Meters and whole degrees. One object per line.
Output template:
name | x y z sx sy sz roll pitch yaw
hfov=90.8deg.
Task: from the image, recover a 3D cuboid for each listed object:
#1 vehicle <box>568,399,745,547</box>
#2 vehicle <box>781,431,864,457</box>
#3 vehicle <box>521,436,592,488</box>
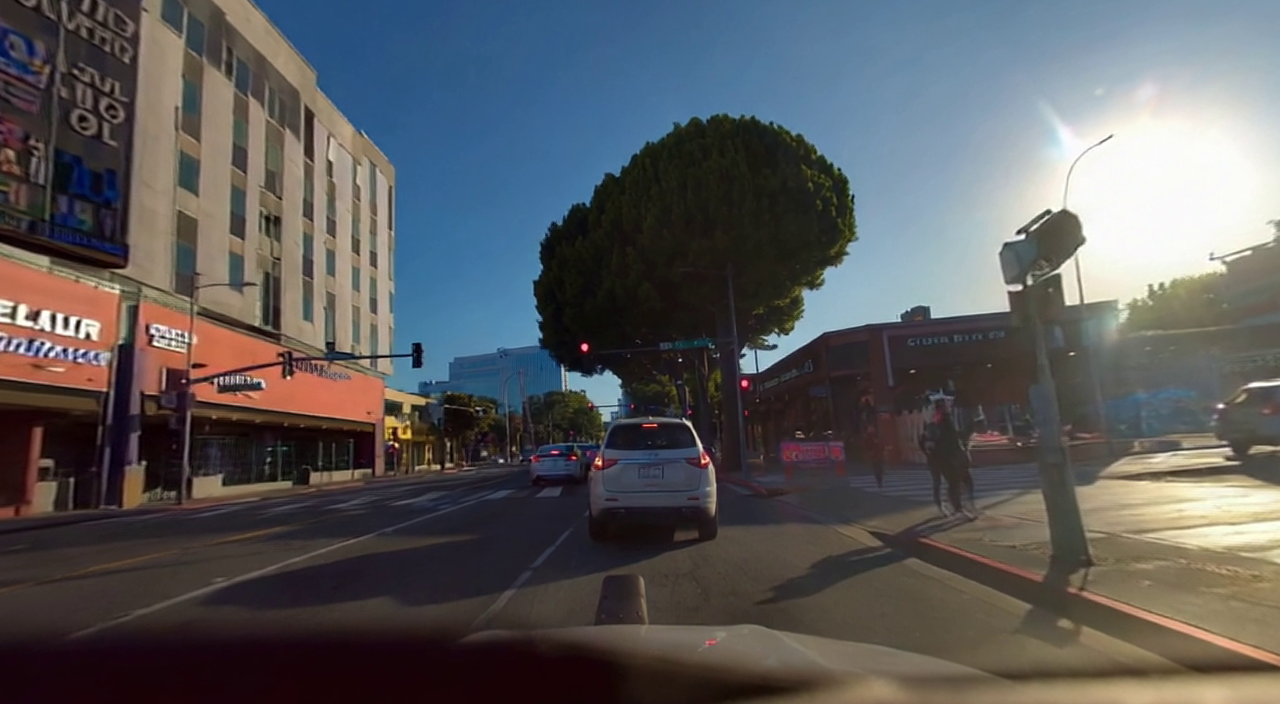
vehicle | 0.198 1.967 10.883 2.352 1.953 4.796 0 -8 -1
vehicle | 10.825 5.492 37.738 4.426 1.490 1.862 -1 -8 3
vehicle | -2.930 3.950 23.100 2.023 1.702 4.152 0 -8 0
